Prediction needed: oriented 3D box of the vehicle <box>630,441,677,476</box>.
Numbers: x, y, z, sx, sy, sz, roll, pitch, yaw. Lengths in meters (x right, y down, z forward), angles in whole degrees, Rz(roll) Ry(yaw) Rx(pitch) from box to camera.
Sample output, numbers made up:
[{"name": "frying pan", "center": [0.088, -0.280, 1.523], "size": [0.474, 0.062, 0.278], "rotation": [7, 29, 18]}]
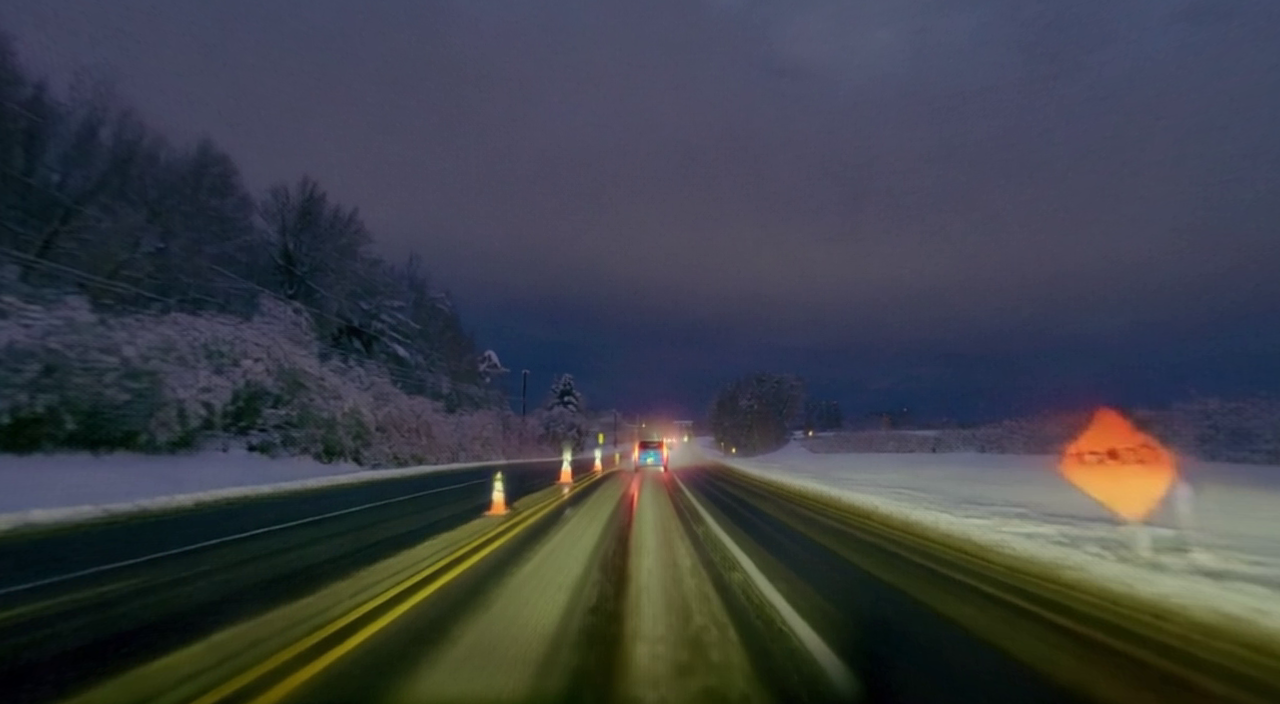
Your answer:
[{"name": "vehicle", "center": [0.643, 4.910, 29.129], "size": [2.042, 1.489, 3.963], "rotation": [0, -9, 2]}]
